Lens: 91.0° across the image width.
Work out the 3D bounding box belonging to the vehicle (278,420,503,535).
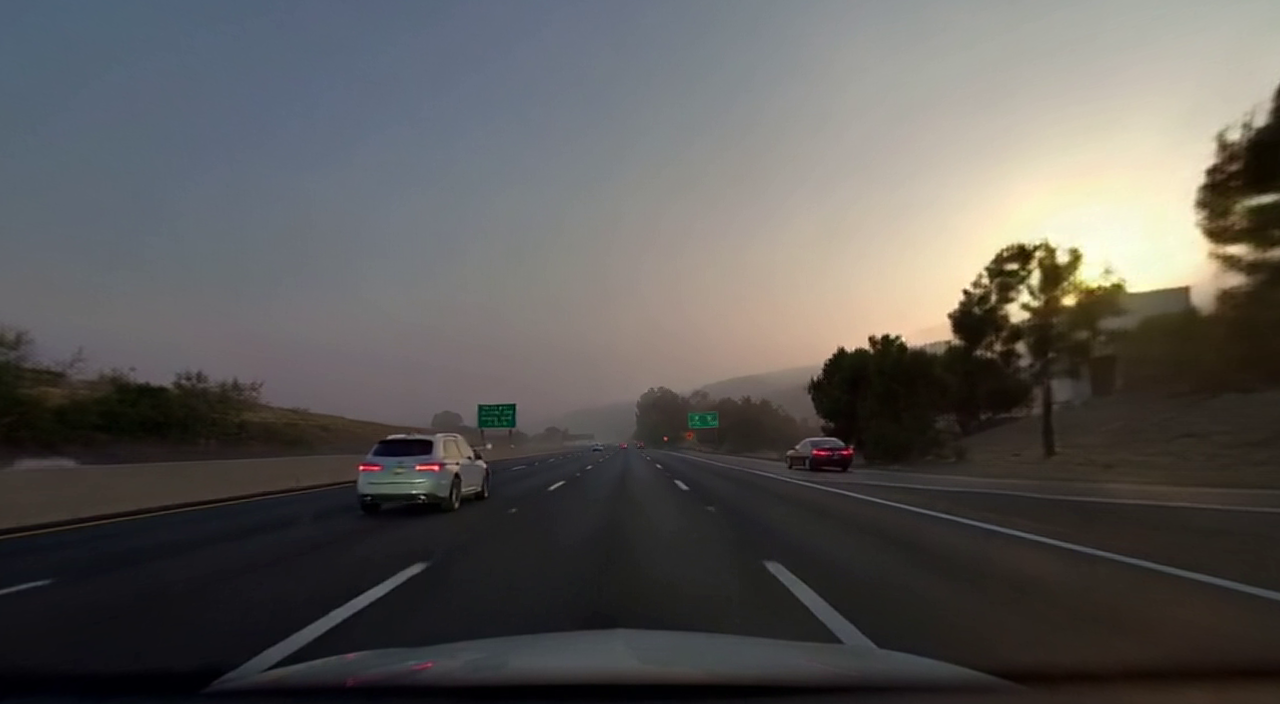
[{"bbox_3d":[-4.246,2.208,11.888,2.200,1.662,5.091,-1,-8,0],"label":"vehicle"}]

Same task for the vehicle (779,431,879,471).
[{"bbox_3d":[8.460,4.485,28.775,2.136,1.641,4.964,1,-8,-13],"label":"vehicle"}]
